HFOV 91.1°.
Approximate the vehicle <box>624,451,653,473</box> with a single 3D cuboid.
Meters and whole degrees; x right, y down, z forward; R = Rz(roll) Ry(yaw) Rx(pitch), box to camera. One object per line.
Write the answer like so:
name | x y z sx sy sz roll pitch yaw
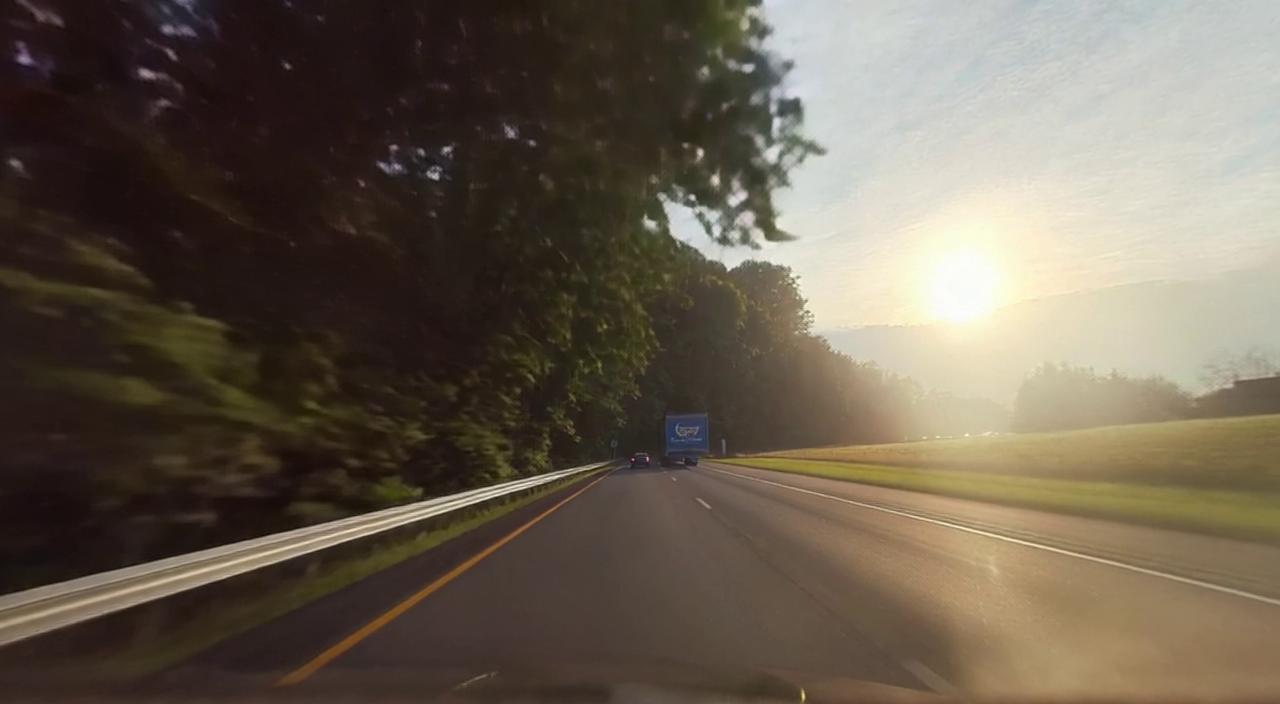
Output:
vehicle | -0.078 8.033 46.127 2.057 1.528 3.958 -1 -9 0
